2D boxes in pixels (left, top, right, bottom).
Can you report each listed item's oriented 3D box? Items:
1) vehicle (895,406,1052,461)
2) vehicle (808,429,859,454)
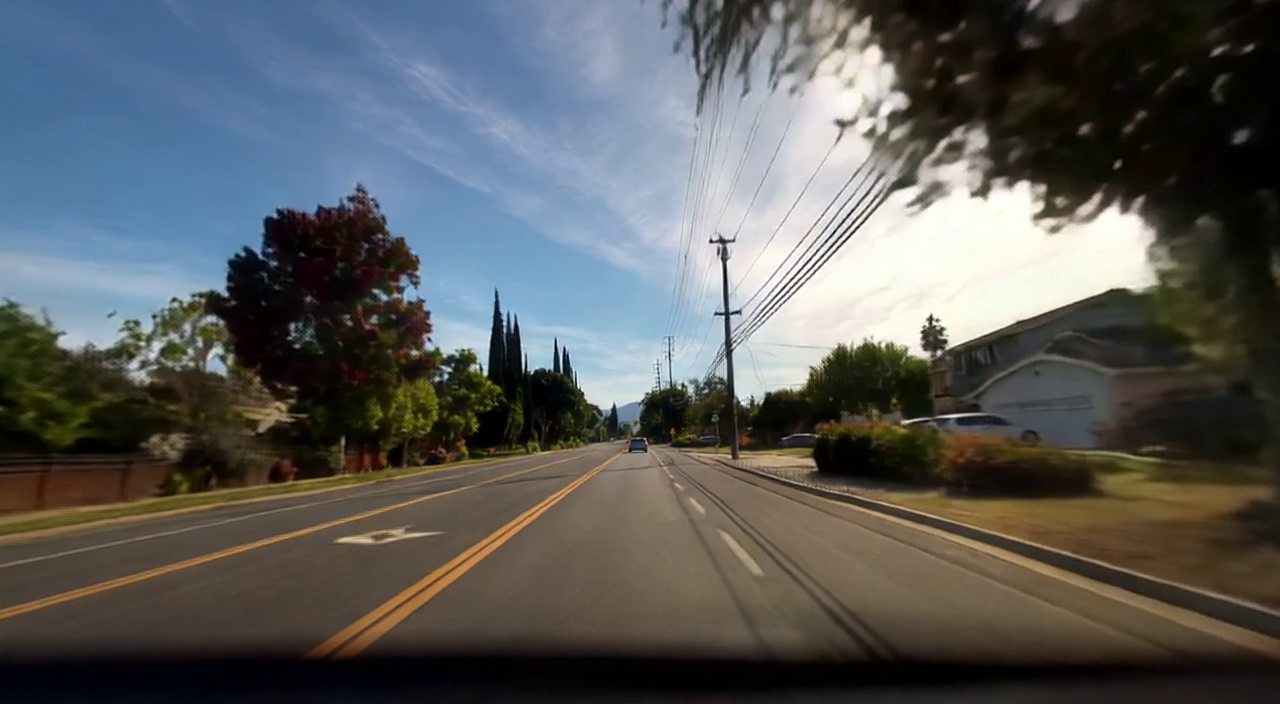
[{"bbox_3d":[12.971,3.218,24.749,4.905,2.056,2.058,0,-8,0],"label":"vehicle"},{"bbox_3d":[12.176,5.685,39.964,1.846,1.523,4.492,0,-8,1],"label":"vehicle"}]
